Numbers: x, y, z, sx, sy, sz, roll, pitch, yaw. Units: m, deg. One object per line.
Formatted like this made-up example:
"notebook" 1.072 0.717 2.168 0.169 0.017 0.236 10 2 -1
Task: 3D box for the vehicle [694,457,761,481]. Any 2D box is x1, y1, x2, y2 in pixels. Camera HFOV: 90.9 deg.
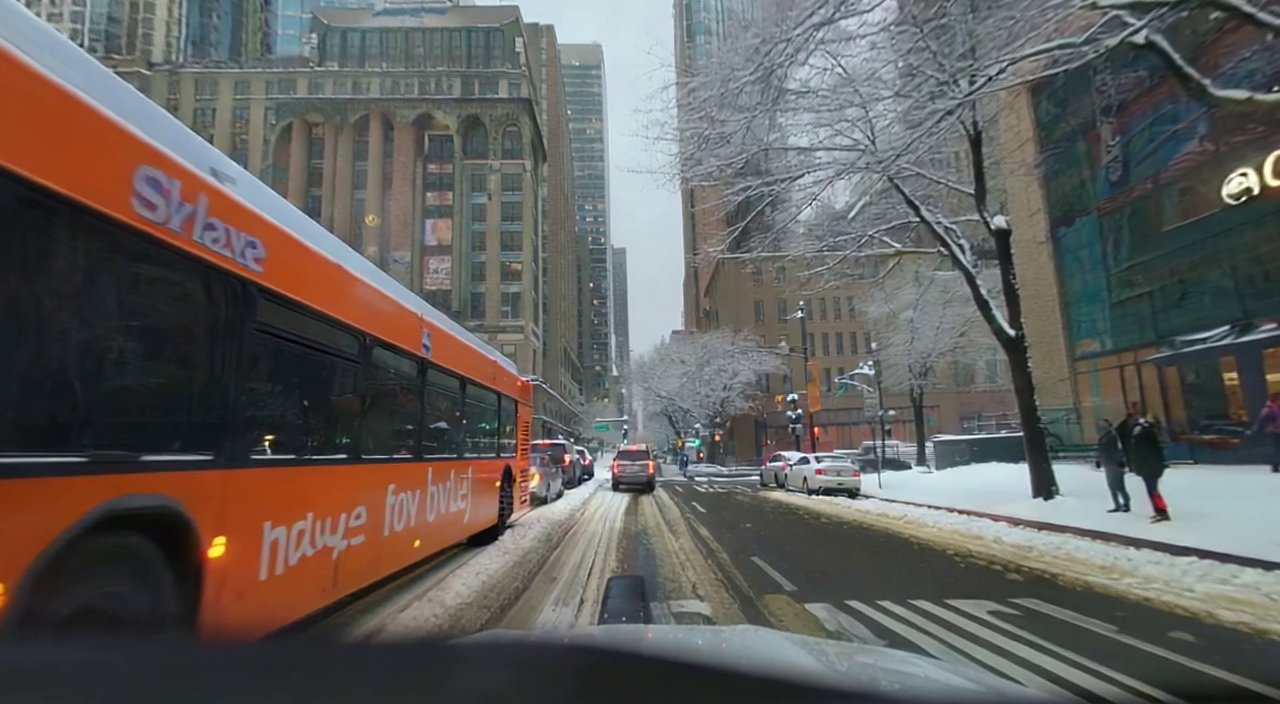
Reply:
"vehicle" 6.234 8.282 44.876 4.551 1.500 1.944 5 -10 -32

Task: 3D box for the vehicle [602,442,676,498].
"vehicle" 0.008 4.135 22.549 2.328 1.746 5.072 0 -9 1

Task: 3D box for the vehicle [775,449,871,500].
"vehicle" 6.026 4.073 21.432 1.919 1.529 4.558 0 -9 0

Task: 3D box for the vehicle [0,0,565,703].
"vehicle" -2.987 0.632 5.608 2.922 3.323 13.151 0 -9 1
